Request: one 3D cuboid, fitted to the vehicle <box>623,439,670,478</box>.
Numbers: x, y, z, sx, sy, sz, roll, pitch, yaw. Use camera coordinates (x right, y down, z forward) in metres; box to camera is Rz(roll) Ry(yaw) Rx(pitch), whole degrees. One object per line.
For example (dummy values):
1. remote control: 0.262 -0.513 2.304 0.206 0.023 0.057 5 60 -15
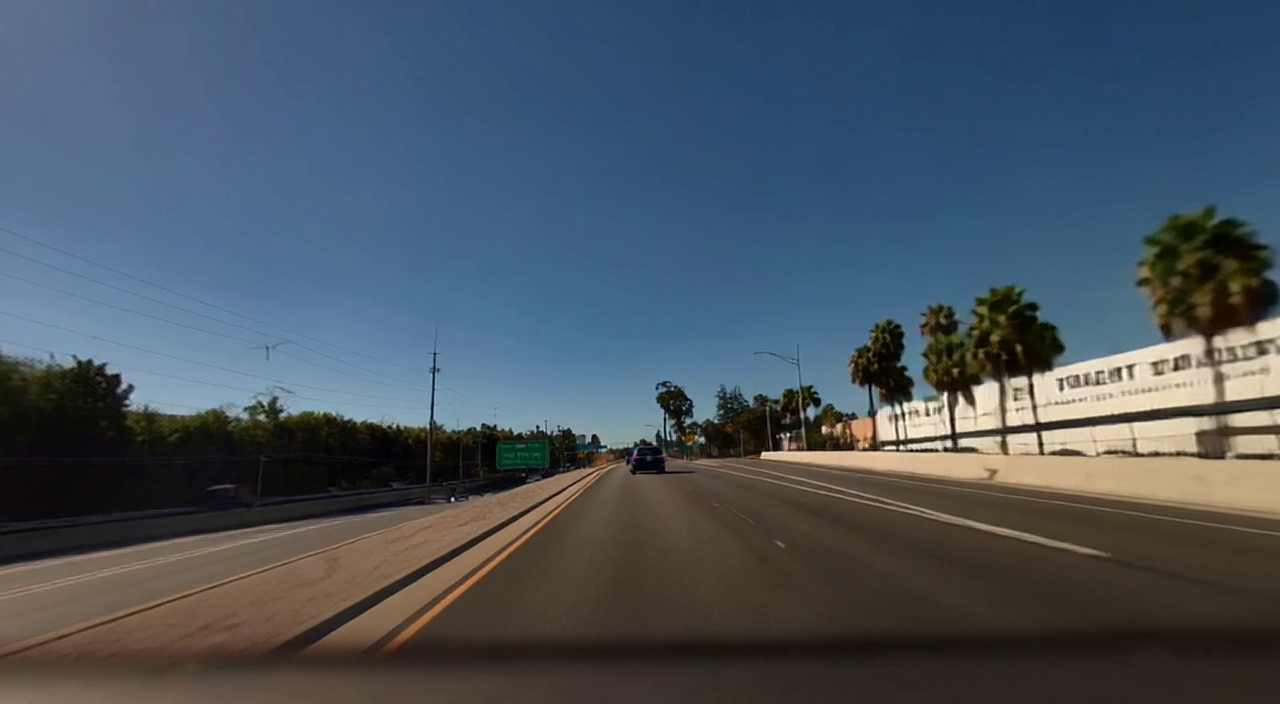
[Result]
1. vehicle: 0.250 5.124 30.404 2.089 1.718 4.193 0 -9 -1
